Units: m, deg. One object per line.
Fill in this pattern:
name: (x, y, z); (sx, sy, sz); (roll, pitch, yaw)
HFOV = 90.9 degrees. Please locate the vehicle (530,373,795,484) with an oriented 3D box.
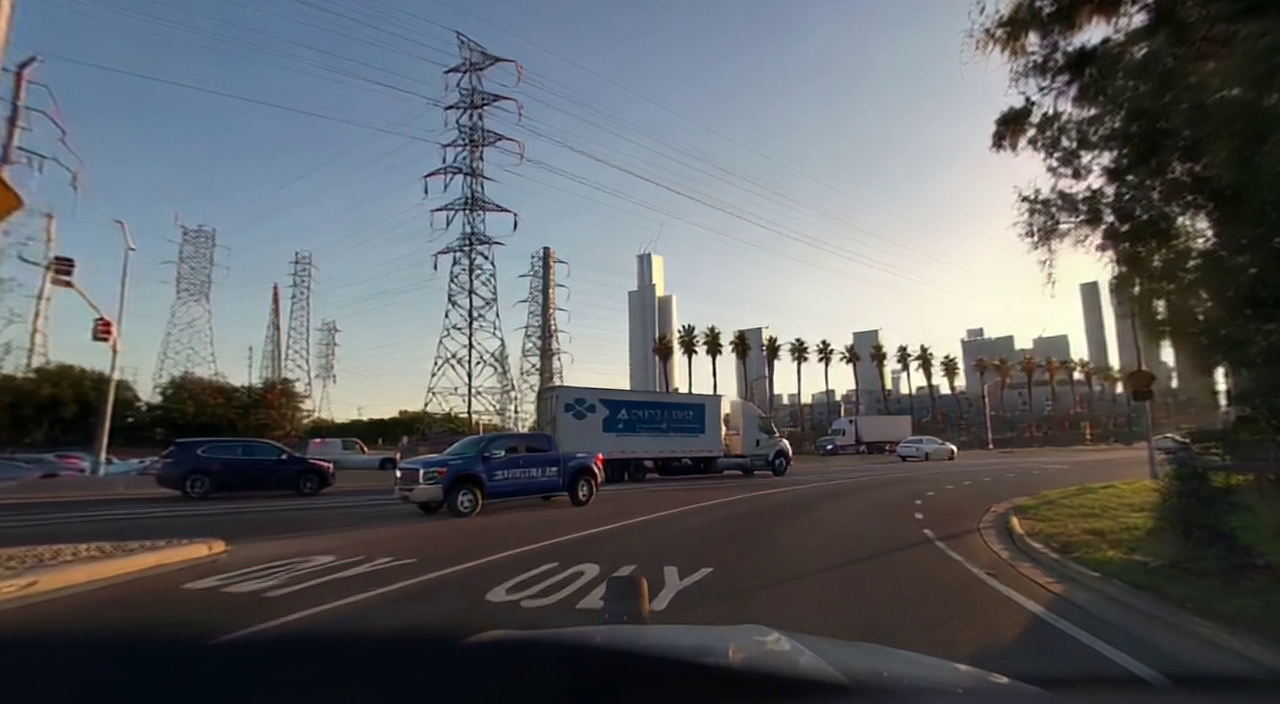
vehicle: (1.347, 3.345, 26.821); (11.567, 3.933, 2.903); (5, -10, -33)

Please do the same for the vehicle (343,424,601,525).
vehicle: (-3.562, 2.626, 14.157); (5.132, 1.848, 2.101); (7, -11, -40)

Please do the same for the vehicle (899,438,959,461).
vehicle: (21.405, 7.207, 46.666); (4.234, 1.589, 1.923); (5, -10, -32)

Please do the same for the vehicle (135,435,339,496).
vehicle: (-14.421, 4.034, 22.945); (5.866, 1.950, 2.266); (6, -10, -34)
